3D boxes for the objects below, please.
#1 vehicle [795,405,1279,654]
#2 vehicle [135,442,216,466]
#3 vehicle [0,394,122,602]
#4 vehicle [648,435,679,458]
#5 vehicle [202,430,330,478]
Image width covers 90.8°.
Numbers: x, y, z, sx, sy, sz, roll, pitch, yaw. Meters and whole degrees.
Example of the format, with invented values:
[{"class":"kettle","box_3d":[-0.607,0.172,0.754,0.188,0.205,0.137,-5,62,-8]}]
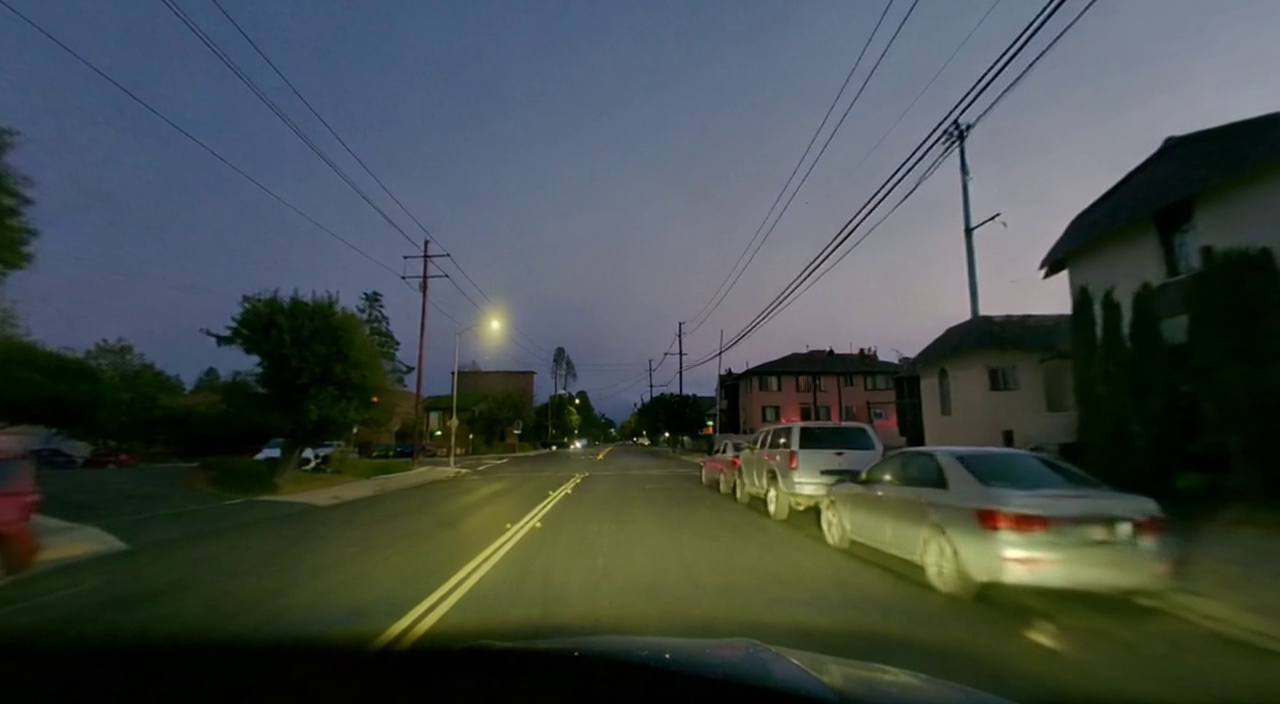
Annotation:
[{"class":"vehicle","box_3d":[3.300,1.463,6.475,1.895,1.537,4.844,0,-8,-4]},{"class":"vehicle","box_3d":[-32.897,7.225,44.819,1.732,1.511,4.151,-3,-10,29]},{"class":"vehicle","box_3d":[-6.719,1.200,4.676,1.992,1.853,4.561,-1,-7,-2]},{"class":"vehicle","box_3d":[1.740,7.208,48.214,1.999,1.604,4.065,0,-8,-3]},{"class":"vehicle","box_3d":[-17.233,4.661,29.232,4.822,1.868,2.015,3,-9,-39]}]
